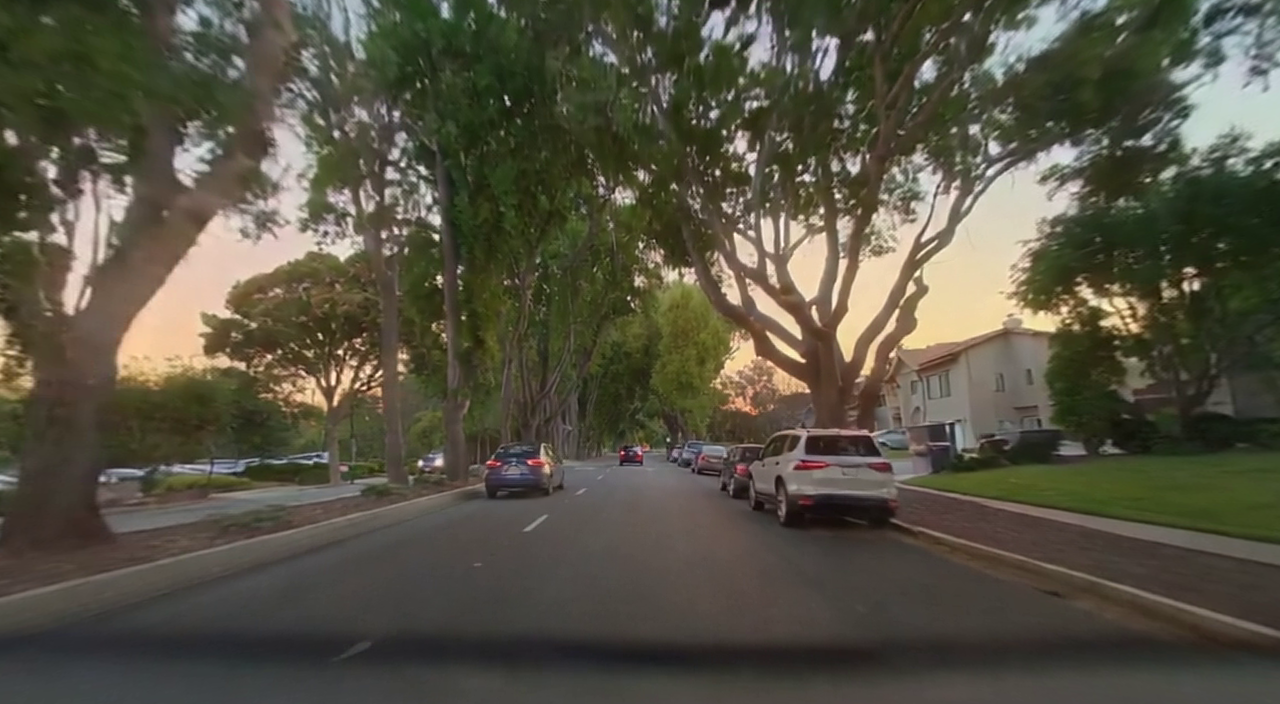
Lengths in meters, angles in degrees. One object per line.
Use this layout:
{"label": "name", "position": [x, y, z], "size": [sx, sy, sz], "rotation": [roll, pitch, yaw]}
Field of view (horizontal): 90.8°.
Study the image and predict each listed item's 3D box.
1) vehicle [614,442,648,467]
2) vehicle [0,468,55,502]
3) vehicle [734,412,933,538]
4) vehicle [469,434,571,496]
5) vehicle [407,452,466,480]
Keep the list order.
{"label": "vehicle", "position": [-0.555, 6.703, 41.445], "size": [2.142, 1.548, 4.273], "rotation": [0, -9, 0]}
{"label": "vehicle", "position": [-38.381, 7.969, 37.883], "size": [2.093, 1.866, 4.589], "rotation": [-9, -12, 44]}
{"label": "vehicle", "position": [3.243, 2.225, 12.077], "size": [2.090, 1.839, 5.495], "rotation": [0, -9, 0]}
{"label": "vehicle", "position": [-3.495, 3.410, 19.434], "size": [2.129, 1.668, 4.722], "rotation": [0, -9, 1]}
{"label": "vehicle", "position": [-11.919, 6.687, 37.309], "size": [2.167, 1.497, 4.256], "rotation": [0, -9, -1]}
